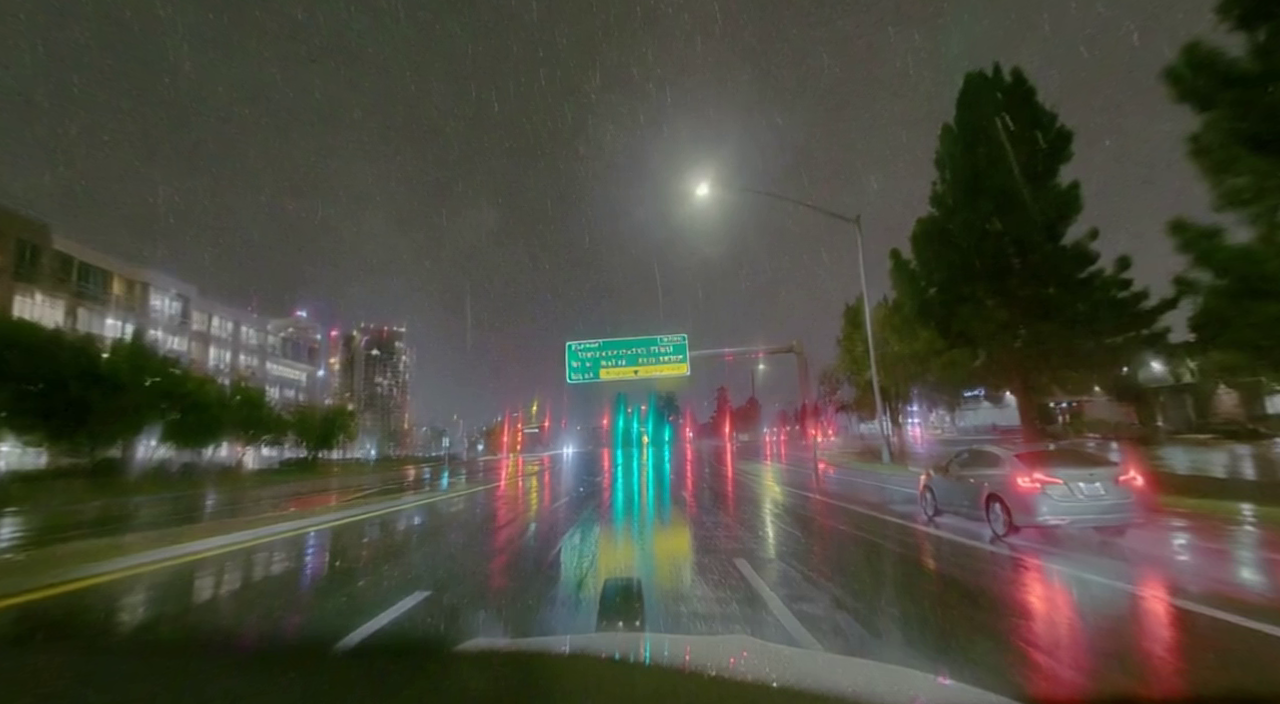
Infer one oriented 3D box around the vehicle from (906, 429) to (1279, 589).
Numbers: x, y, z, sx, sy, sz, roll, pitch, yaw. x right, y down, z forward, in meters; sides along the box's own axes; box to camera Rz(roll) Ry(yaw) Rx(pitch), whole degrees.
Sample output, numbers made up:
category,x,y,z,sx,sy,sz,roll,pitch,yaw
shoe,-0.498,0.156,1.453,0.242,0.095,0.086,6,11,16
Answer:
category,x,y,z,sx,sy,sz,roll,pitch,yaw
vehicle,5.497,1.826,8.291,2.070,1.491,4.575,0,-9,1
